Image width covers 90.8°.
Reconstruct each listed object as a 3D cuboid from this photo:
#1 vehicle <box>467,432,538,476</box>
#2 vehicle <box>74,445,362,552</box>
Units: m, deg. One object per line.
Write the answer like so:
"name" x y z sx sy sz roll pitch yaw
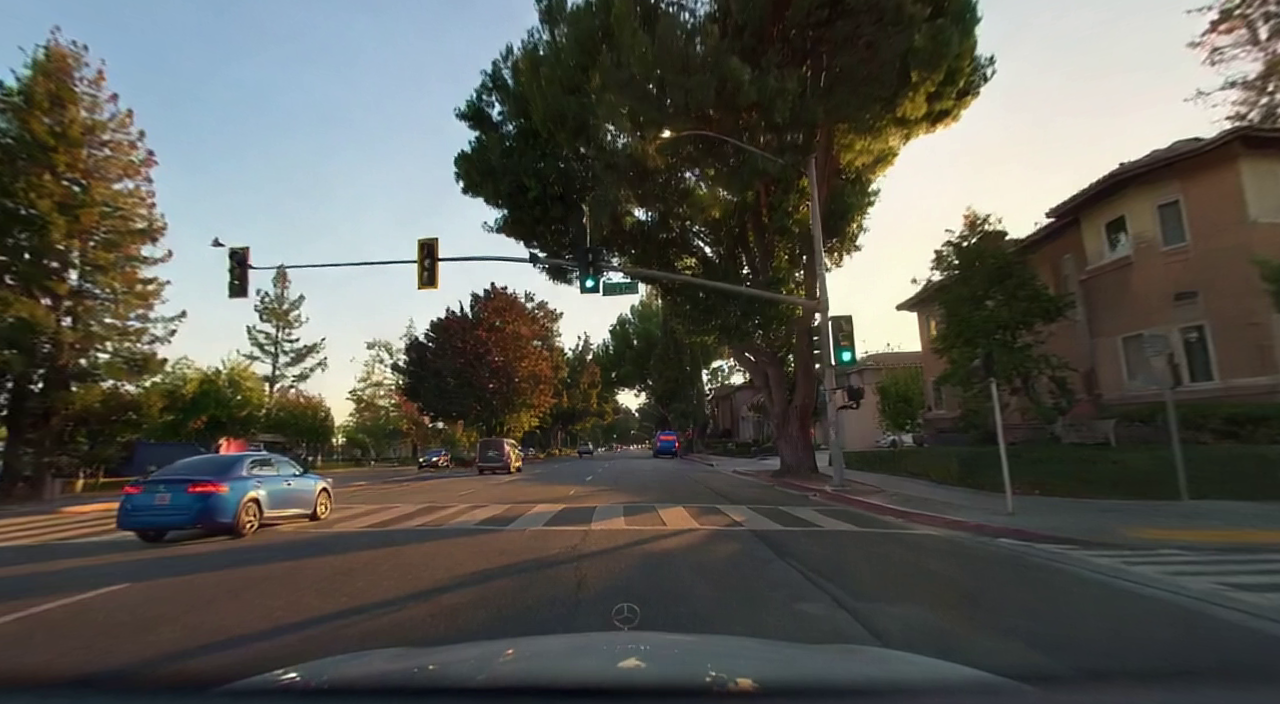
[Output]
"vehicle" -6.868 5.183 32.396 2.332 2.039 5.678 0 -9 0
"vehicle" -6.872 2.385 11.077 1.970 1.456 4.441 0 -9 0
